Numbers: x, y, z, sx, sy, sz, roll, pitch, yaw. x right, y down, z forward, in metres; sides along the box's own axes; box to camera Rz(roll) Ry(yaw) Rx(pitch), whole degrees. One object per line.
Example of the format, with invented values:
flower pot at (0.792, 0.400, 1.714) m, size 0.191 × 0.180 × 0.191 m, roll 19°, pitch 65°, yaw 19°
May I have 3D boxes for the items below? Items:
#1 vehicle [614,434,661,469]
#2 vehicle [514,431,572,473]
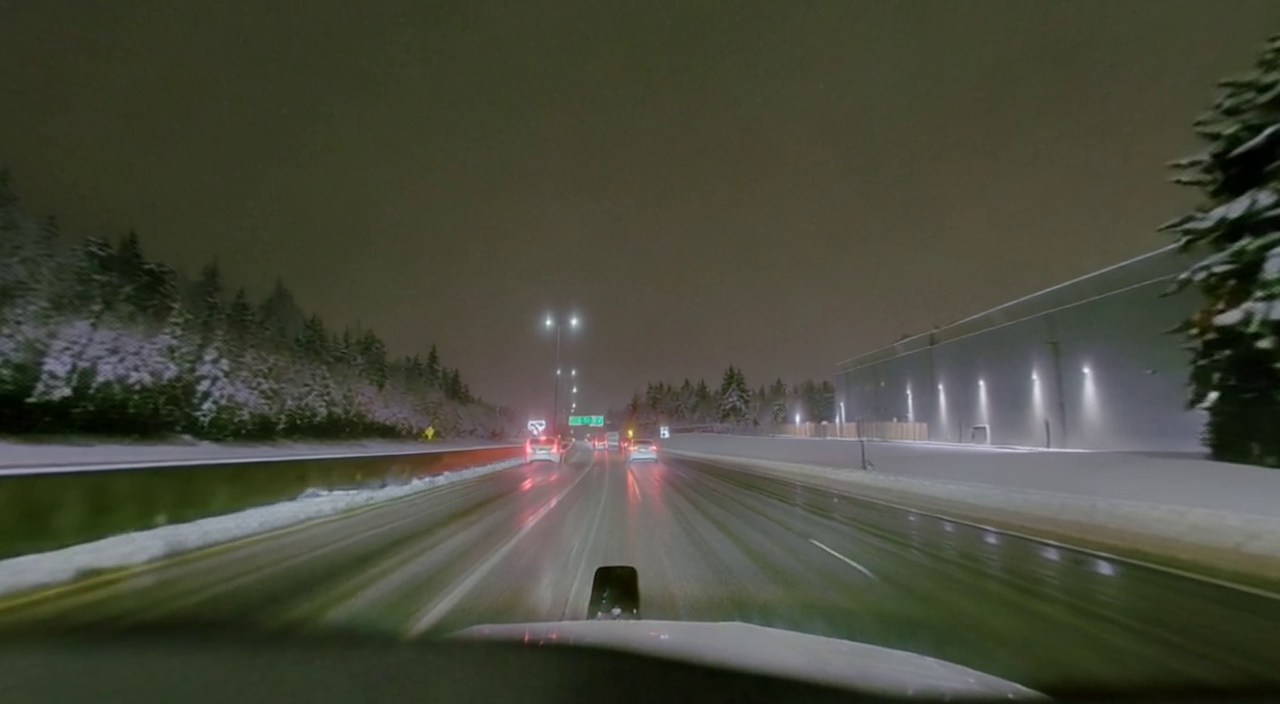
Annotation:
vehicle at (-0.197, 4.997, 31.825) m, size 2.078 × 1.608 × 3.982 m, roll 0°, pitch -8°, yaw -5°
vehicle at (-4.311, 4.509, 28.609) m, size 2.080 × 1.733 × 4.410 m, roll 0°, pitch -8°, yaw -2°
